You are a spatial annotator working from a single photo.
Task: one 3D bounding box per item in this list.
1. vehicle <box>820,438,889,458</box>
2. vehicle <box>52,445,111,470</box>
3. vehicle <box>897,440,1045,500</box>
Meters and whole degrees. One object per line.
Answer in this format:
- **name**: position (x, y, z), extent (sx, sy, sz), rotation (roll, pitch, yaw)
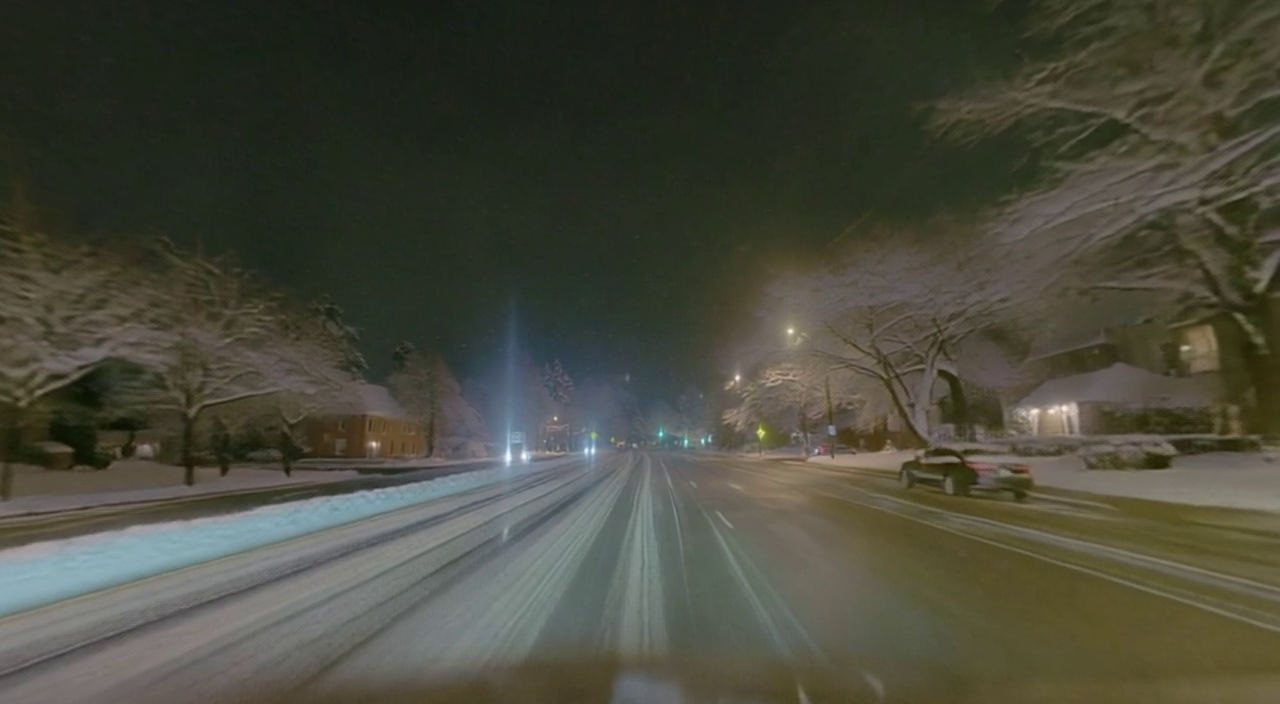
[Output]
- **vehicle**: position (16.553, 7.431, 48.896), extent (4.592, 1.472, 2.009), rotation (0, -9, 0)
- **vehicle**: position (-43.892, 8.235, 49.601), extent (4.783, 1.848, 2.139), rotation (-6, -10, 34)
- **vehicle**: position (9.666, 3.455, 18.954), extent (2.076, 1.547, 4.398), rotation (0, -9, 0)
